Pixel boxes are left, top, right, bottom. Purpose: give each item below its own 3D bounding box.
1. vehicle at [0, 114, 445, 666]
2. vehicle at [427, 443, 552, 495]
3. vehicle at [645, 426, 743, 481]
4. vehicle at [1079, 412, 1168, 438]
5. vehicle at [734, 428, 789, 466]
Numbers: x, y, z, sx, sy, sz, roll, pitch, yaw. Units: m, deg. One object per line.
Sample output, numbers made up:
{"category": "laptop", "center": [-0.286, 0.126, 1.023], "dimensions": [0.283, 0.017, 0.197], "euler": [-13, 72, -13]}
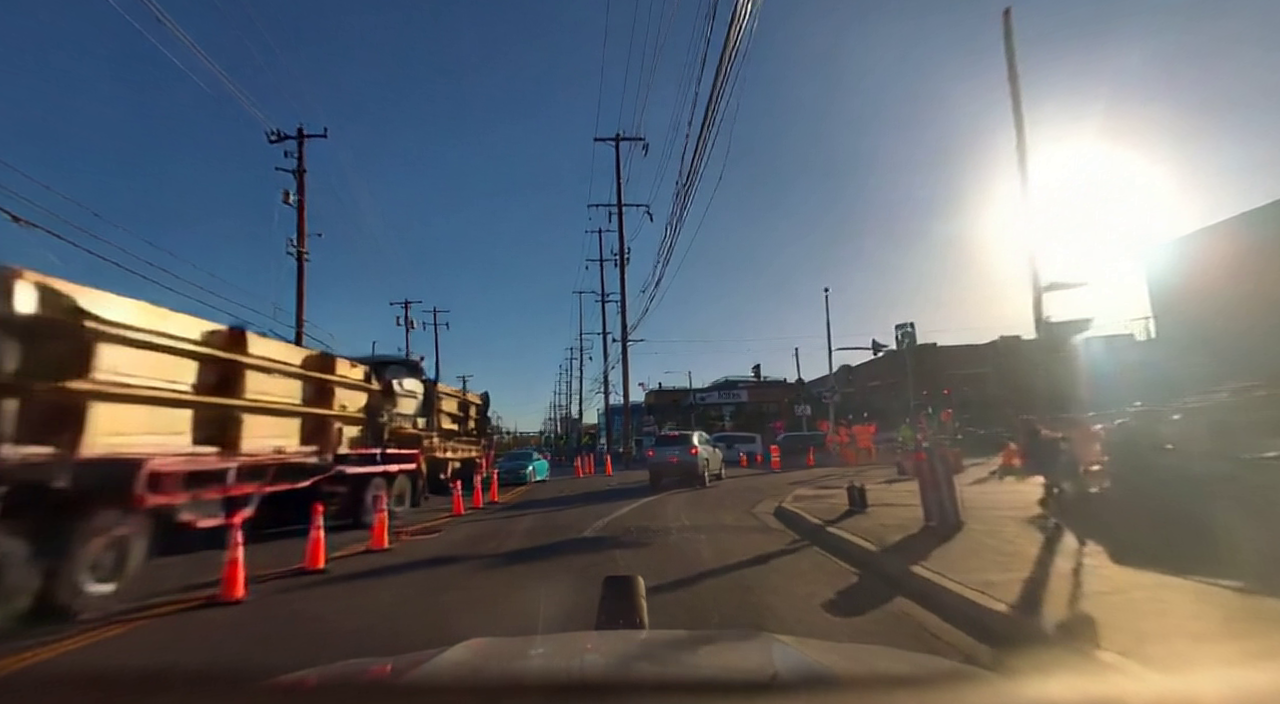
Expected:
{"category": "vehicle", "center": [-5.825, 0.747, 7.721], "dimensions": [3.007, 3.800, 11.011], "euler": [-1, -8, 2]}
{"category": "vehicle", "center": [-4.873, 3.856, 21.335], "dimensions": [2.103, 1.526, 4.743], "euler": [-3, -9, 15]}
{"category": "vehicle", "center": [2.228, 3.865, 24.419], "dimensions": [2.256, 1.859, 5.118], "euler": [-4, -9, 23]}
{"category": "vehicle", "center": [34.847, 5.312, 45.662], "dimensions": [1.922, 1.704, 4.550], "euler": [4, -10, -34]}
{"category": "vehicle", "center": [6.838, 5.285, 35.102], "dimensions": [2.206, 1.911, 5.548], "euler": [-3, -9, 18]}
